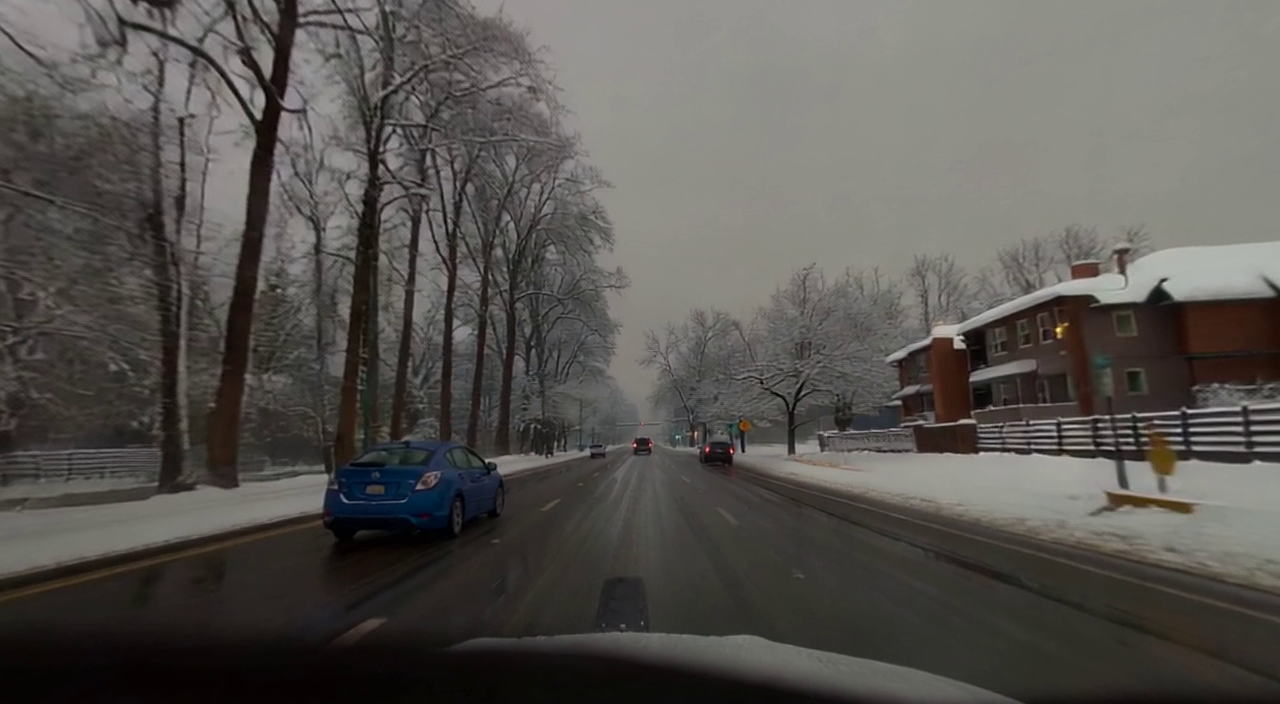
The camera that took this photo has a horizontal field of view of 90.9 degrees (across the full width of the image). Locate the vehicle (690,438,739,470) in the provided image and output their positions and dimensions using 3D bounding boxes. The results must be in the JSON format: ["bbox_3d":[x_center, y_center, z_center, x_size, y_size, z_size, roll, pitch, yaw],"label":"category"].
[{"bbox_3d":[4.089,5.690,35.342,2.182,1.688,4.187,0,-8,-1],"label":"vehicle"}]

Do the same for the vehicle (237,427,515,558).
[{"bbox_3d":[-3.569,2.007,9.863,2.091,1.503,4.989,0,-8,1],"label":"vehicle"}]

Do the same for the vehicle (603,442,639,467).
[{"bbox_3d":[-1.135,6.497,40.125,1.940,1.473,4.133,-1,-8,3],"label":"vehicle"}]
